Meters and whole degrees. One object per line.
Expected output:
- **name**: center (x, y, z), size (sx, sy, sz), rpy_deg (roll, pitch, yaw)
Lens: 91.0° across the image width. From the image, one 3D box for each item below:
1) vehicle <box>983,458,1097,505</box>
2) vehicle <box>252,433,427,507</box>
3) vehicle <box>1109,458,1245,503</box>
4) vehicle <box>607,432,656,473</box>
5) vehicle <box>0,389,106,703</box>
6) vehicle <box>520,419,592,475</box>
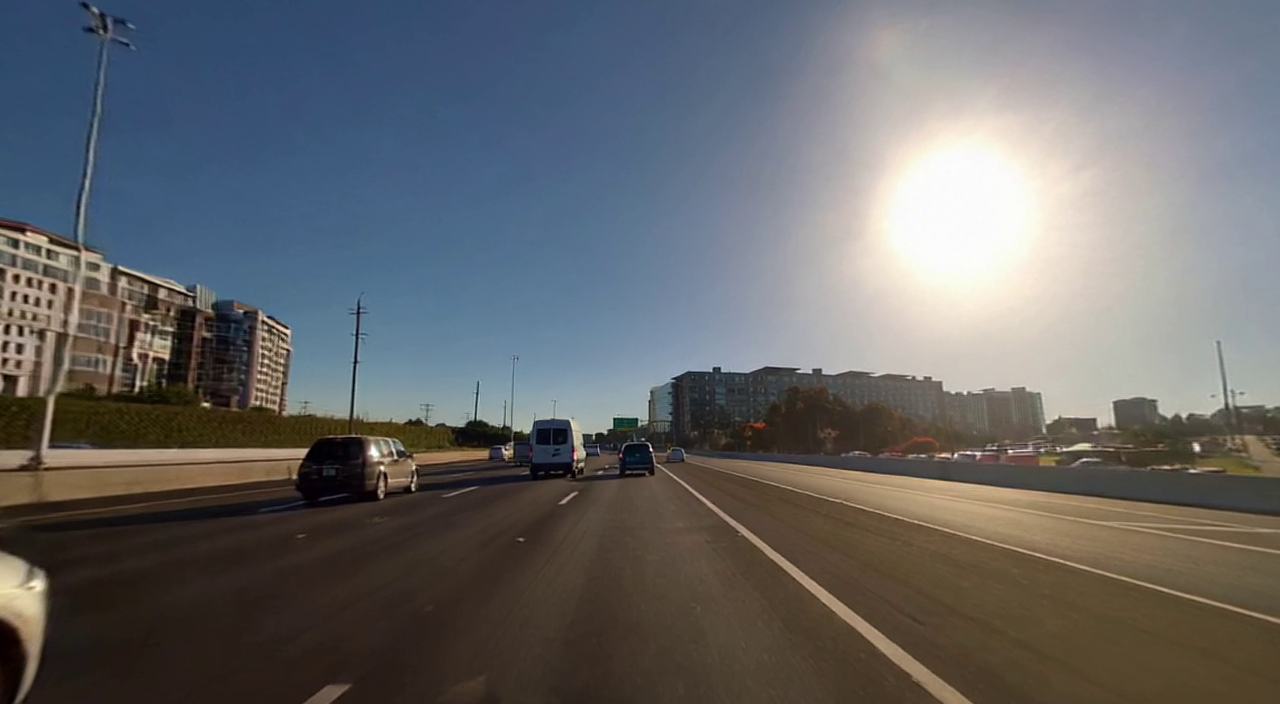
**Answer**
- **vehicle**: center (14.327, 4.638, 22.806), size (1.810, 1.391, 3.473), rpy_deg (3, -8, -1)
- **vehicle**: center (-6.927, 2.760, 15.183), size (1.959, 1.493, 4.575), rpy_deg (0, -9, 0)
- **vehicle**: center (21.156, 5.040, 25.057), size (1.789, 1.531, 3.983), rpy_deg (0, -9, -1)
- **vehicle**: center (-0.379, 4.843, 30.382), size (2.207, 1.807, 4.199), rpy_deg (0, -9, 0)
- **vehicle**: center (-3.267, 0.627, 0.508), size (1.963, 1.507, 4.172), rpy_deg (0, -9, 0)
- **vehicle**: center (-3.691, 4.369, 28.963), size (2.504, 2.276, 5.933), rpy_deg (0, -9, 0)
